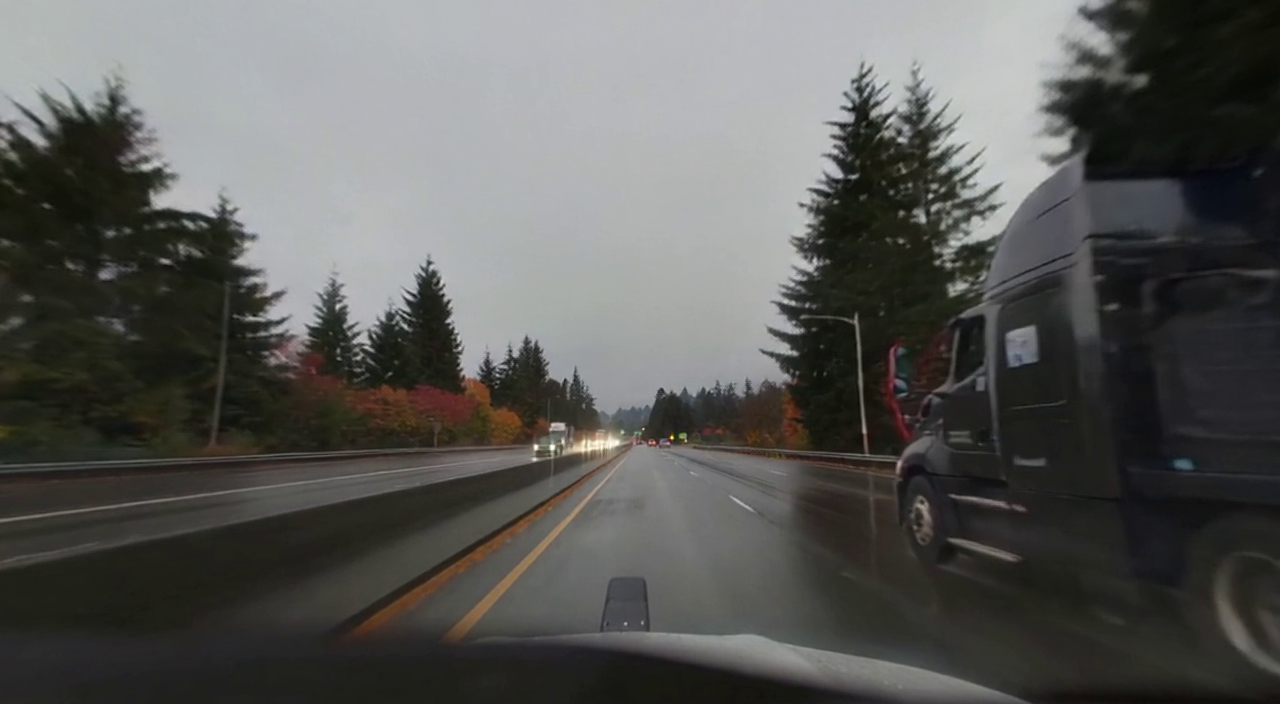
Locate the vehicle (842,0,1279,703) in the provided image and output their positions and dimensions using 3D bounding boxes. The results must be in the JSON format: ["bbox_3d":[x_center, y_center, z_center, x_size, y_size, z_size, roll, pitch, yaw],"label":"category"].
[{"bbox_3d":[4.025,-0.089,4.236,3.057,4.041,6.788,0,-8,1],"label":"vehicle"}]
